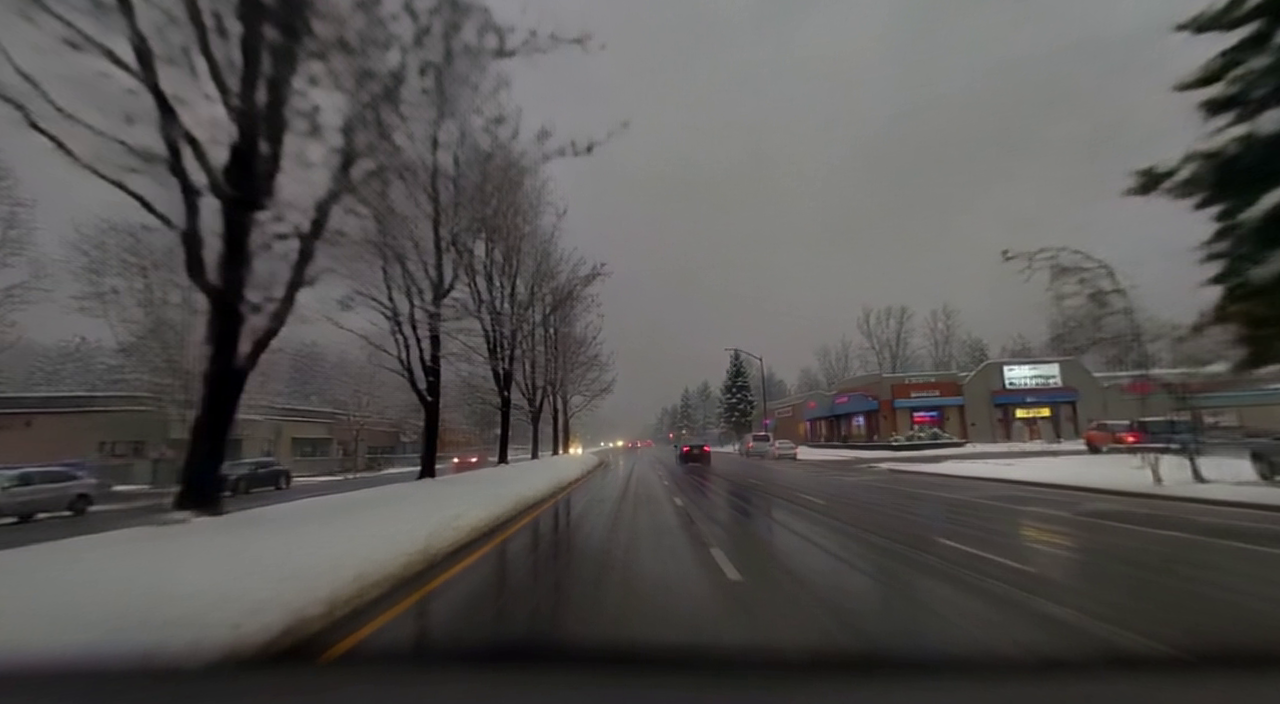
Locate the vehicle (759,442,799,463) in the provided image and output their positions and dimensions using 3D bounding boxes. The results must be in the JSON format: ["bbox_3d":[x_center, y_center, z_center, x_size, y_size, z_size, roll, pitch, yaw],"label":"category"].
[{"bbox_3d":[10.199,7.399,46.676,1.857,1.411,4.859,0,-9,0],"label":"vehicle"}]

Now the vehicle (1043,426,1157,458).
[{"bbox_3d":[23.885,4.703,32.937,1.843,1.490,4.282,2,-9,-37],"label":"vehicle"}]

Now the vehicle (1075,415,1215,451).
[{"bbox_3d":[30.412,4.981,38.316,2.102,1.965,6.159,7,-11,-36],"label":"vehicle"}]

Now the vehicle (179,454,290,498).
[{"bbox_3d":[-18.092,5.511,28.486,2.045,1.727,4.503,0,-9,-2],"label":"vehicle"}]

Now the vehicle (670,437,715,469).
[{"bbox_3d":[2.732,5.420,34.024,1.957,1.643,4.226,0,-9,-1],"label":"vehicle"}]
